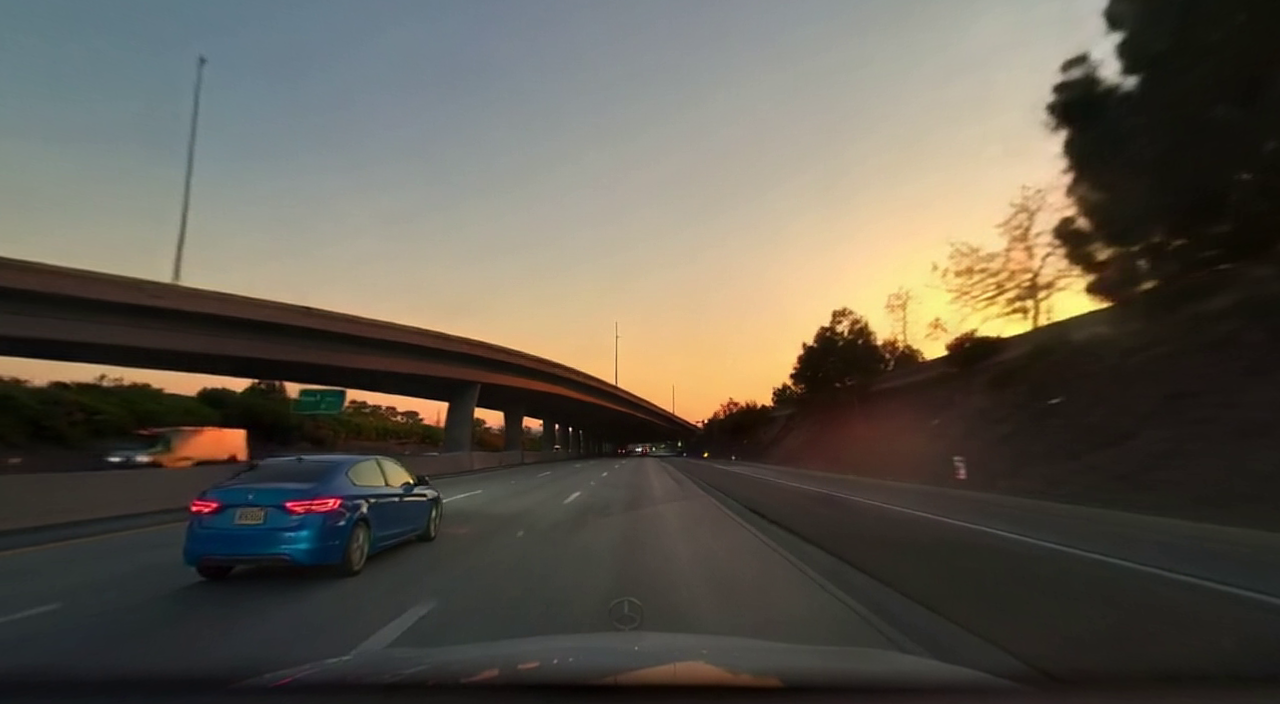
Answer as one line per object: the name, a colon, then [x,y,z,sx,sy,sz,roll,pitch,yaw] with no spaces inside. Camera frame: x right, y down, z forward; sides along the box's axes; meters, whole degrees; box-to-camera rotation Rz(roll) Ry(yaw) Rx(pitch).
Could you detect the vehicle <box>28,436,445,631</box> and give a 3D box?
vehicle: [-3.727,1.691,6.839,1.935,1.479,3.787,0,-8,1]
